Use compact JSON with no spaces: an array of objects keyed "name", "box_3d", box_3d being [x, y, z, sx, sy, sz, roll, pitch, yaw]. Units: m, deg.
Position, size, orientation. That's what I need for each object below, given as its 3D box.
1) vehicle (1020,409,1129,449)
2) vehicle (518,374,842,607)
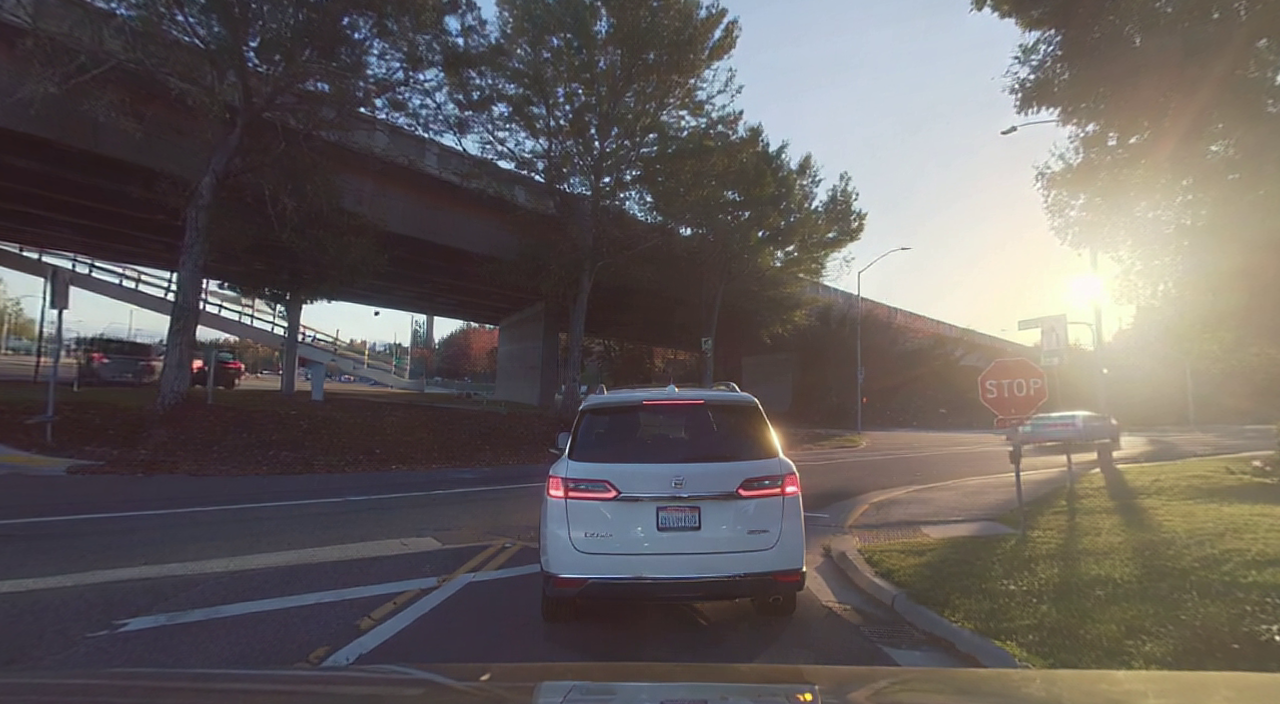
[{"name":"vehicle","box_3d":[21.488,3.861,31.178,5.166,1.791,2.131,4,-10,-27]},{"name":"vehicle","box_3d":[0.307,1.398,7.133,2.494,1.804,4.336,0,-9,0]}]
